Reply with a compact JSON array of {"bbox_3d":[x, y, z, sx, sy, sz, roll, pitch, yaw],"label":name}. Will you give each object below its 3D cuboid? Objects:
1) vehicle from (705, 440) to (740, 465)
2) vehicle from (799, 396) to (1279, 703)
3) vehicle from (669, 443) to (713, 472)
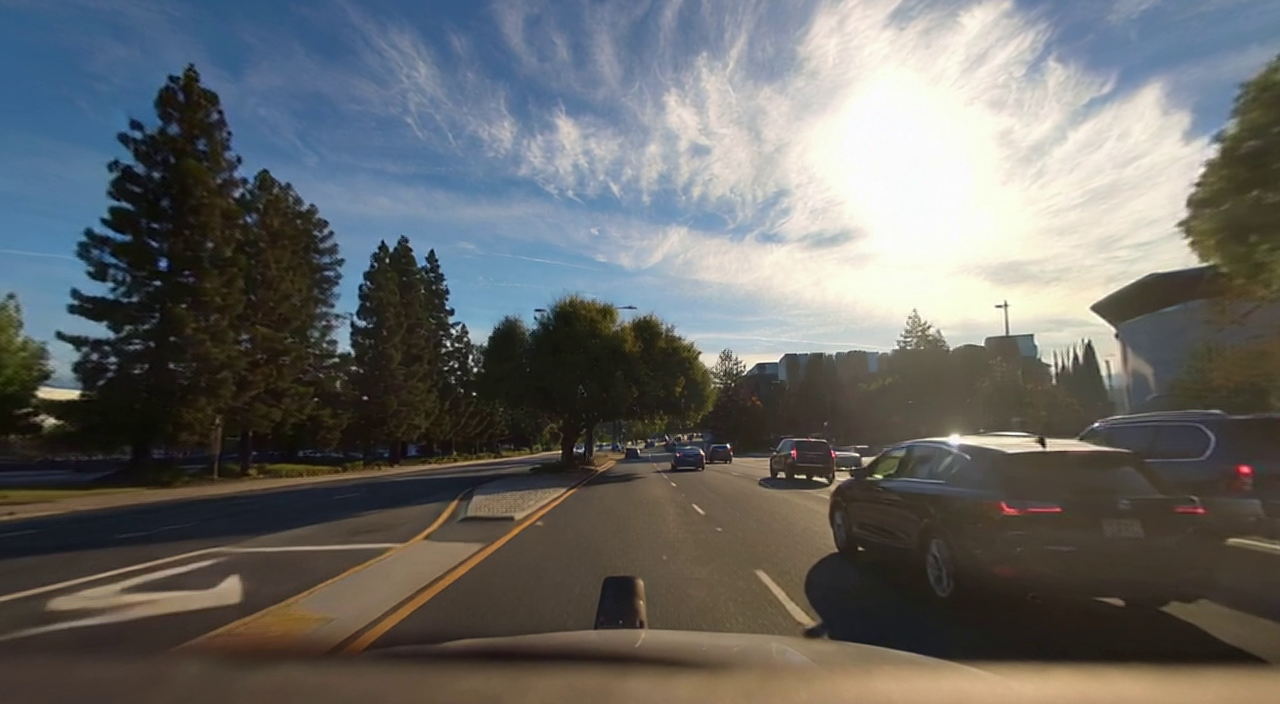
[{"bbox_3d":[6.291,7.691,48.331,1.919,1.774,4.720,0,-8,-1],"label":"vehicle"},{"bbox_3d":[3.078,1.363,5.564,1.932,1.547,4.992,0,-8,-1],"label":"vehicle"},{"bbox_3d":[2.655,5.628,33.807,1.980,1.484,4.093,0,-8,-1],"label":"vehicle"}]
